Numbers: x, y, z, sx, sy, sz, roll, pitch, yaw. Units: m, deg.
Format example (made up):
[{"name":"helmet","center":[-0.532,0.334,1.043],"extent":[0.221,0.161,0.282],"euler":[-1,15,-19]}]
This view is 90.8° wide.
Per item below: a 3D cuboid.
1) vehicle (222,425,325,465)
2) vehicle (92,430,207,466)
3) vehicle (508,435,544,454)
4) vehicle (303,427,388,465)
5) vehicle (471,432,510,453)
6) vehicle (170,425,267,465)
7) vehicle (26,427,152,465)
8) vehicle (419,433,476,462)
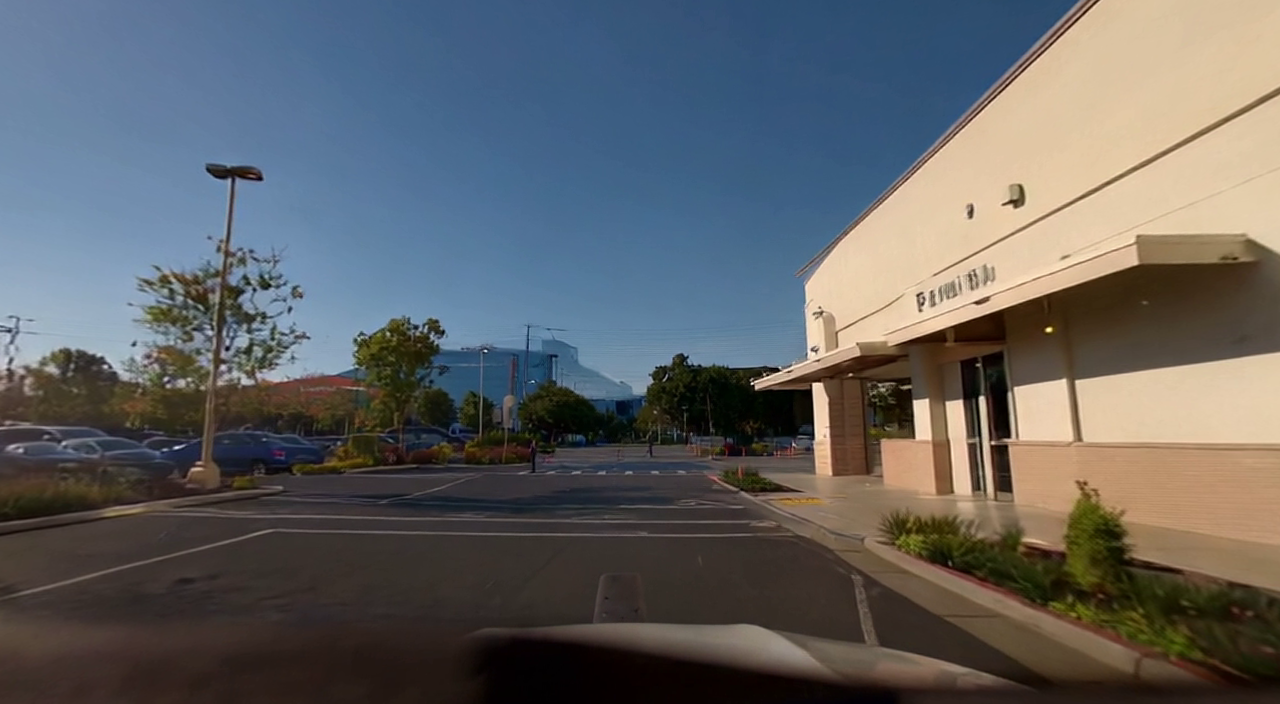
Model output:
[{"name":"vehicle","center":[-16.209,4.155,28.238],"extent":[1.928,1.613,4.197],"euler":[0,-8,2]},{"name":"vehicle","center":[-21.668,4.248,28.121],"extent":[1.909,1.474,3.908],"euler":[0,-8,1]},{"name":"vehicle","center":[-8.544,6.944,47.533],"extent":[1.898,1.335,3.869],"euler":[0,-8,1]},{"name":"vehicle","center":[-13.246,4.261,28.726],"extent":[1.892,1.597,4.259],"euler":[0,-8,-2]},{"name":"vehicle","center":[-10.964,6.696,46.563],"extent":[1.968,1.473,4.493],"euler":[0,-8,-3]},{"name":"vehicle","center":[-18.798,4.163,28.409],"extent":[1.902,1.645,3.903],"euler":[1,-8,-5]},{"name":"vehicle","center":[-24.636,4.209,28.465],"extent":[1.773,1.498,4.085],"euler":[3,-8,3]},{"name":"vehicle","center":[-10.523,5.238,34.927],"extent":[1.891,1.464,4.646],"euler":[1,-8,-3]}]
